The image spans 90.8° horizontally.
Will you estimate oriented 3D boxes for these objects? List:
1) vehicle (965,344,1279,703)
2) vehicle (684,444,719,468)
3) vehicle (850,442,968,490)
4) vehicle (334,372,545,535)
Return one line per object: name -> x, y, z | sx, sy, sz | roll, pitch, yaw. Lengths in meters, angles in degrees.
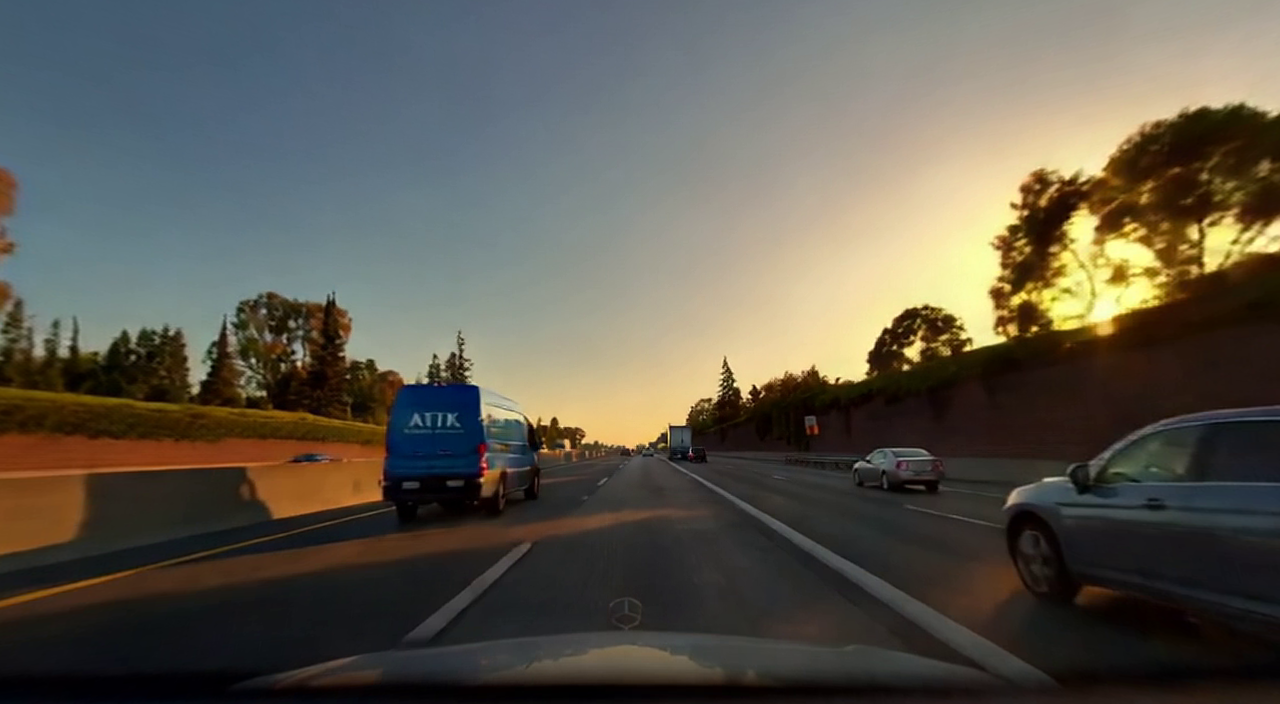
vehicle -> 3.839, 0.842, 2.926 | 2.025, 1.706, 4.797 | 0, -9, -1
vehicle -> 4.358, 7.447, 45.272 | 2.066, 1.638, 4.158 | 0, -9, -1
vehicle -> 9.146, 3.902, 21.940 | 1.838, 1.490, 4.460 | 0, -9, -4
vehicle -> -3.797, 2.185, 13.837 | 2.380, 2.648, 6.879 | 0, -9, 0
